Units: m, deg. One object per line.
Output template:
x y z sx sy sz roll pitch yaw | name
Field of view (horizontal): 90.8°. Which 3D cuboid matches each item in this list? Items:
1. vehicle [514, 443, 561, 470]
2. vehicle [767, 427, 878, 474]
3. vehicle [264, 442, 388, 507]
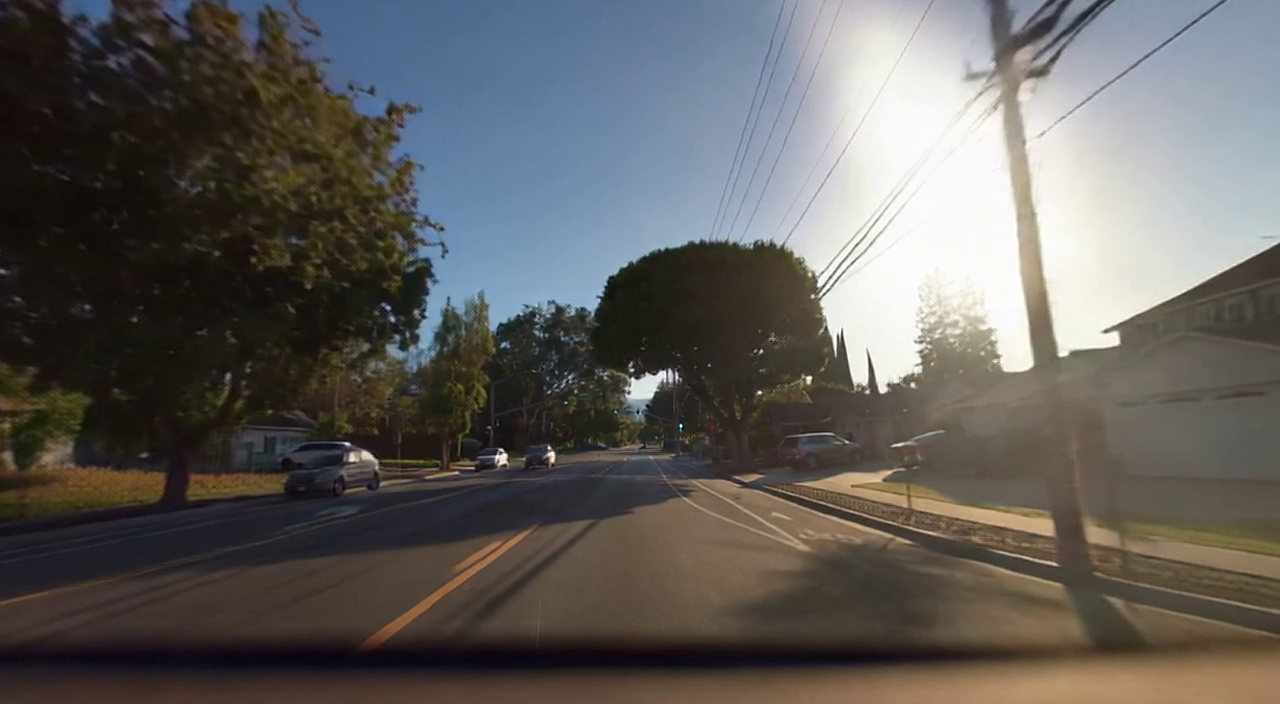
-6.731 6.879 41.955 2.142 1.611 4.890 -2 -9 2 | vehicle
9.541 5.051 32.922 5.565 2.036 1.907 0 -6 -26 | vehicle
-11.412 4.421 23.418 2.024 1.795 5.054 -9 -8 -3 | vehicle
